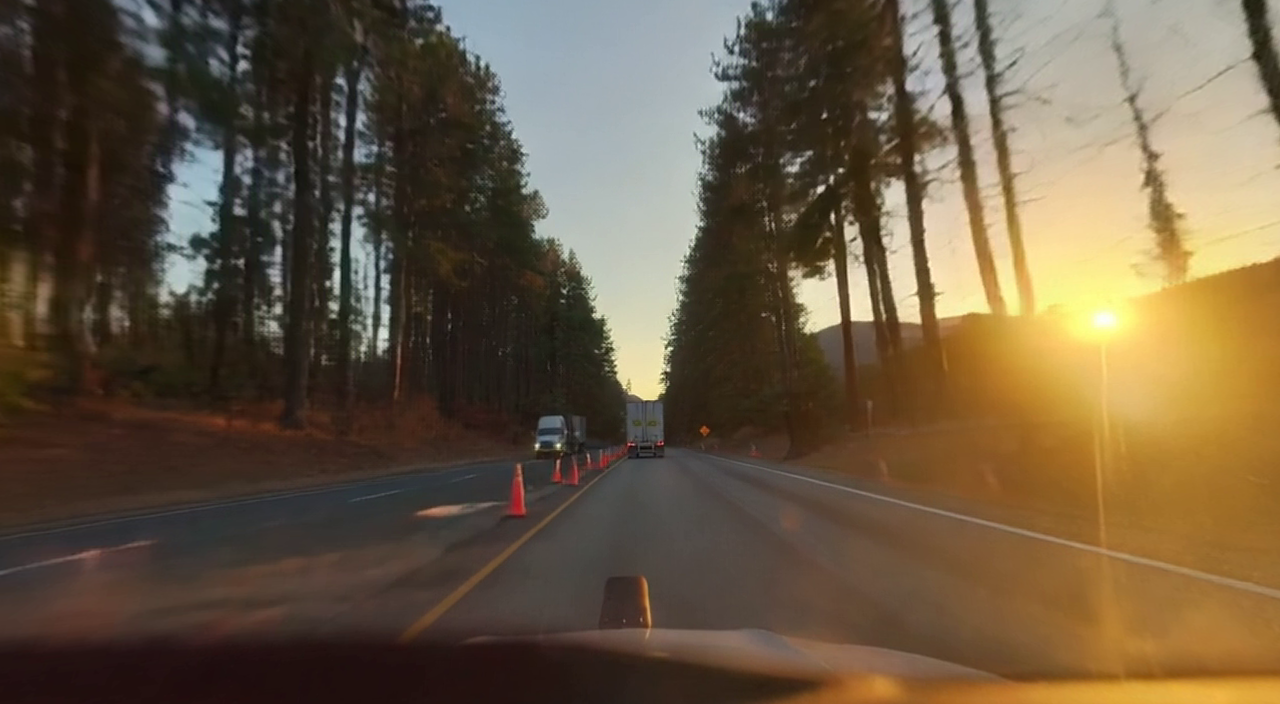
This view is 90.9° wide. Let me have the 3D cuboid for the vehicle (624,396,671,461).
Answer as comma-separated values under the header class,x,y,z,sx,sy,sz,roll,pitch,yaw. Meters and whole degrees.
class,x,y,z,sx,sy,sz,roll,pitch,yaw
vehicle,0.311,5.656,45.526,2.935,4.068,11.036,0,-8,-2
